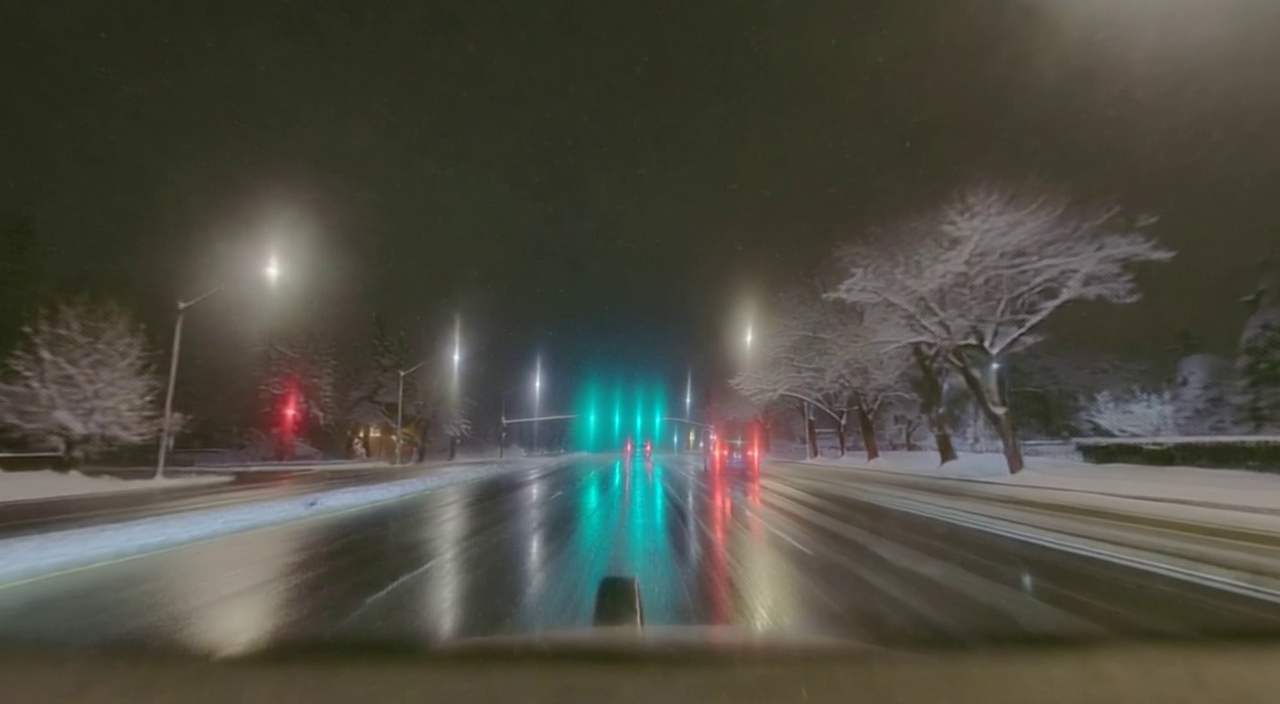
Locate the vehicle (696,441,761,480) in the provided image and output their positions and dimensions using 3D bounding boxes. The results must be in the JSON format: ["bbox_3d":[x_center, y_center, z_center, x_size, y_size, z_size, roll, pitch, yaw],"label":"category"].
[{"bbox_3d":[3.622,4.536,26.715,1.948,1.479,4.620,0,-8,-2],"label":"vehicle"}]
